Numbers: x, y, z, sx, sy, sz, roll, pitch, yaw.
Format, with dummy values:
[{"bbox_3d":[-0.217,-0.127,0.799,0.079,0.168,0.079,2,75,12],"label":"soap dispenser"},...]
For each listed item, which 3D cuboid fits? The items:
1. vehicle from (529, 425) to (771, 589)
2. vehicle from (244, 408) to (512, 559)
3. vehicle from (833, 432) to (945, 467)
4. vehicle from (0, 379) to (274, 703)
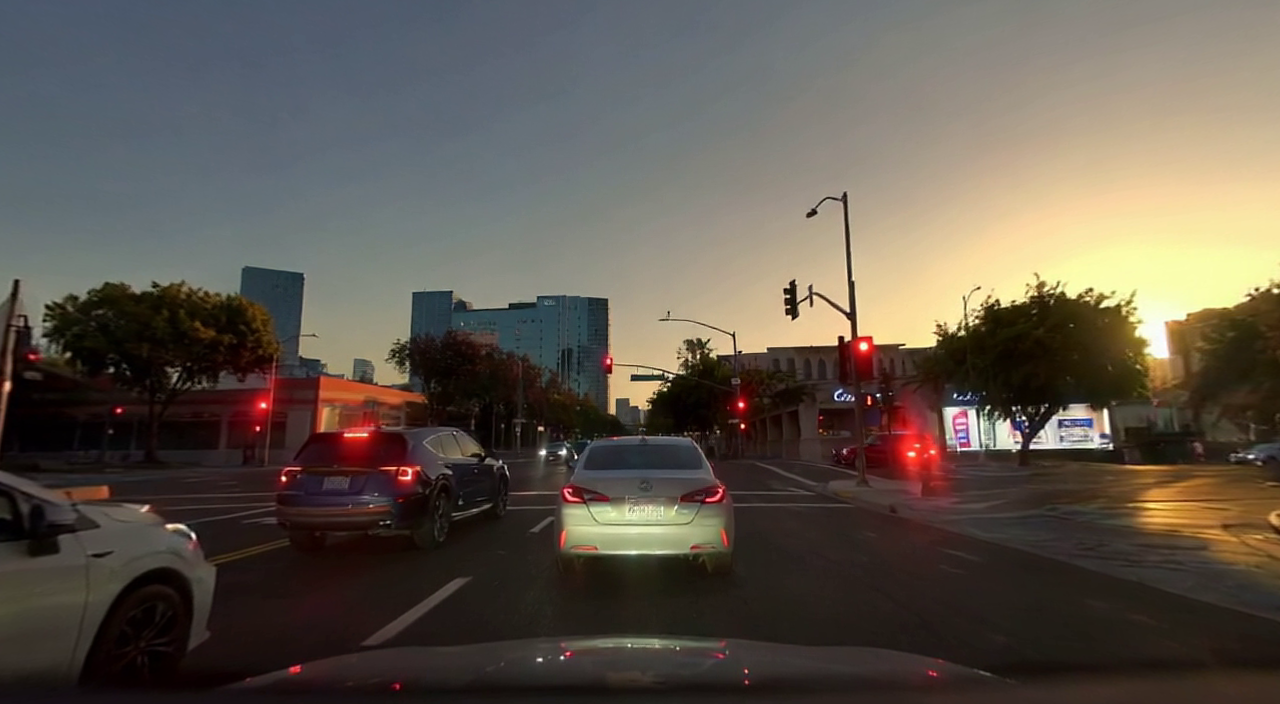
[{"bbox_3d":[0.177,1.731,7.894,2.258,1.507,3.896,-1,-8,3],"label":"vehicle"},{"bbox_3d":[-3.450,1.821,9.408,2.009,1.704,4.230,0,-8,3],"label":"vehicle"},{"bbox_3d":[12.950,5.096,33.016,5.032,1.762,1.982,0,-8,0],"label":"vehicle"},{"bbox_3d":[-3.334,0.783,1.707,2.029,1.517,4.375,0,-8,0],"label":"vehicle"}]
